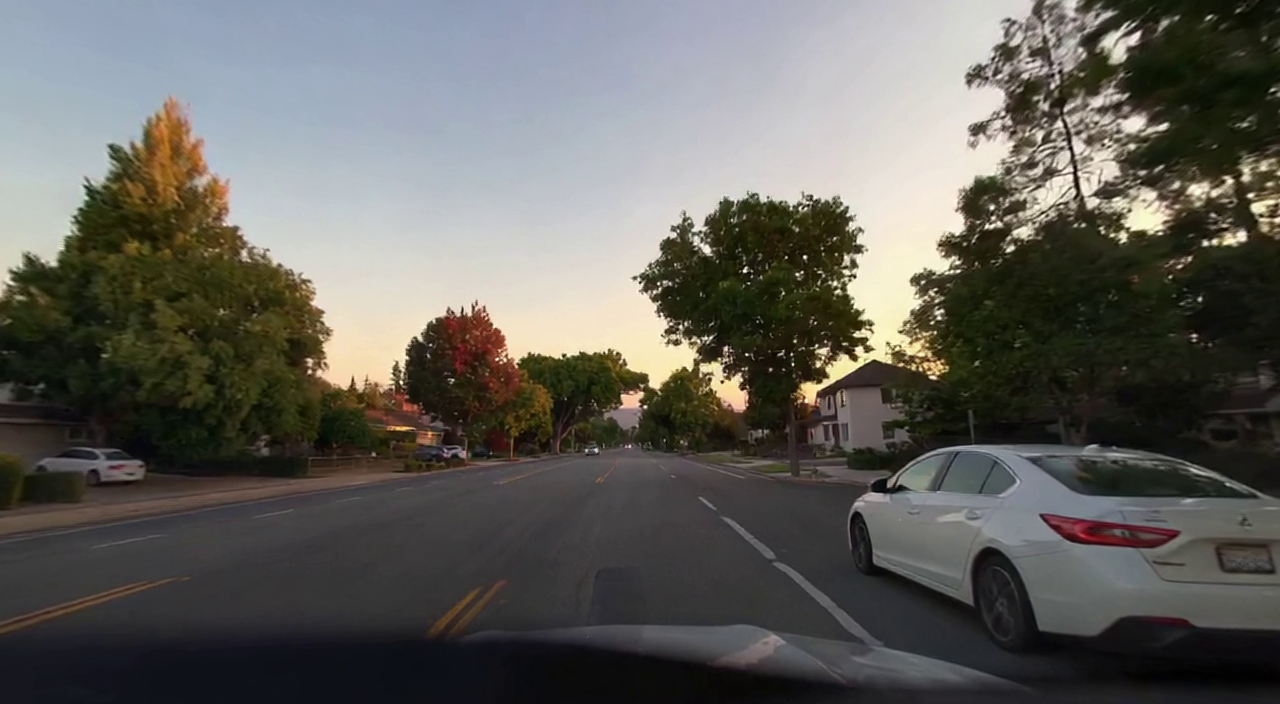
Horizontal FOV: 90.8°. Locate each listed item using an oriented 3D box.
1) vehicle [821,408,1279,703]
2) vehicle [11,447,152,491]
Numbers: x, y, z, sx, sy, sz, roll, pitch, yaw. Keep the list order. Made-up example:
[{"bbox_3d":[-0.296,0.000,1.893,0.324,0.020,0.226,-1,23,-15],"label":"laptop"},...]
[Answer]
[{"bbox_3d":[3.084,1.313,4.912,2.057,1.493,4.225,0,-8,-1],"label":"vehicle"},{"bbox_3d":[-23.789,4.970,27.018,4.230,1.721,2.028,-1,-8,4],"label":"vehicle"}]
